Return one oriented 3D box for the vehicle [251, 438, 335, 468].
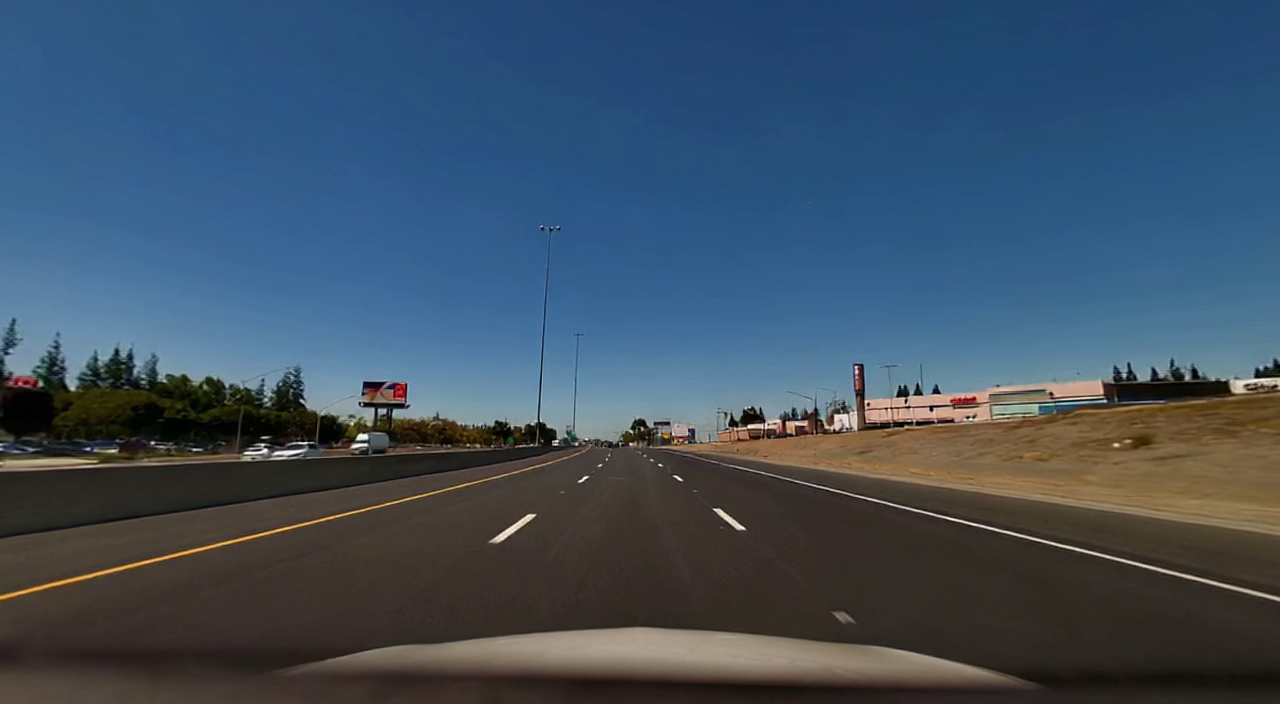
[{"bbox_3d":[-18.843,5.514,34.472,1.912,1.521,4.726,0,-9,0],"label":"vehicle"}]
